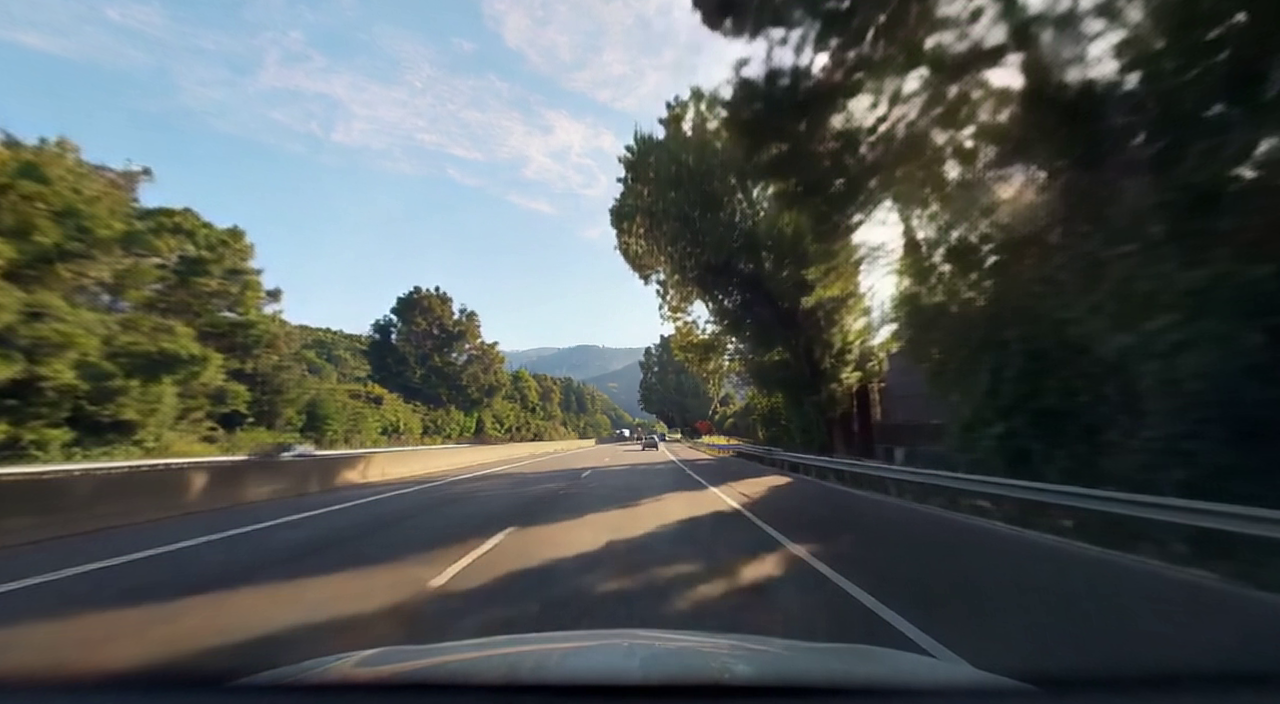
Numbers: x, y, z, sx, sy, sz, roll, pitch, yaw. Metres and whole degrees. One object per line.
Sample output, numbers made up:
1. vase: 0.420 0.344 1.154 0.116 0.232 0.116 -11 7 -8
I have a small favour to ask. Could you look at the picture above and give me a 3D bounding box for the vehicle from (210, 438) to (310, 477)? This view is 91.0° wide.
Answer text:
1. vehicle: -16.123 4.449 26.948 1.827 1.510 3.956 0 -8 0
